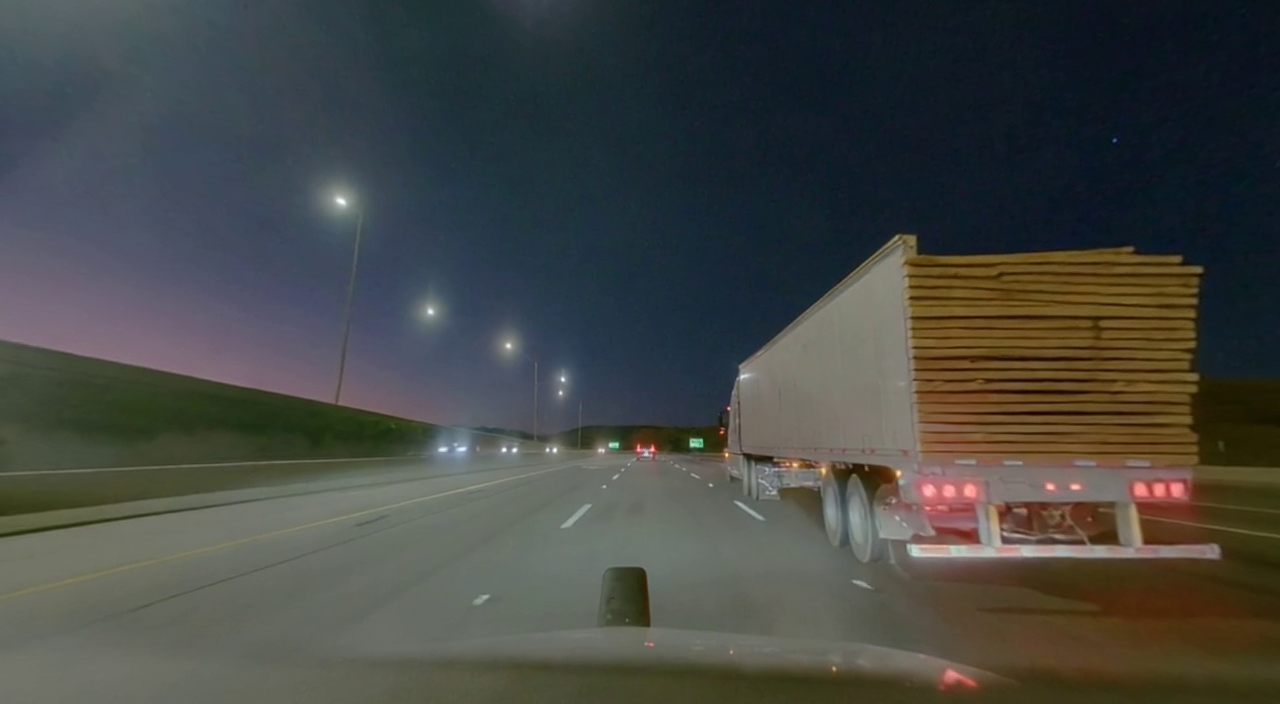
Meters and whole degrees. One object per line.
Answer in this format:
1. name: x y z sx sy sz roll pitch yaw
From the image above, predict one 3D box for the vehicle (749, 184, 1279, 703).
1. vehicle: 4.127 1.274 8.997 3.326 3.089 10.642 0 -9 1
